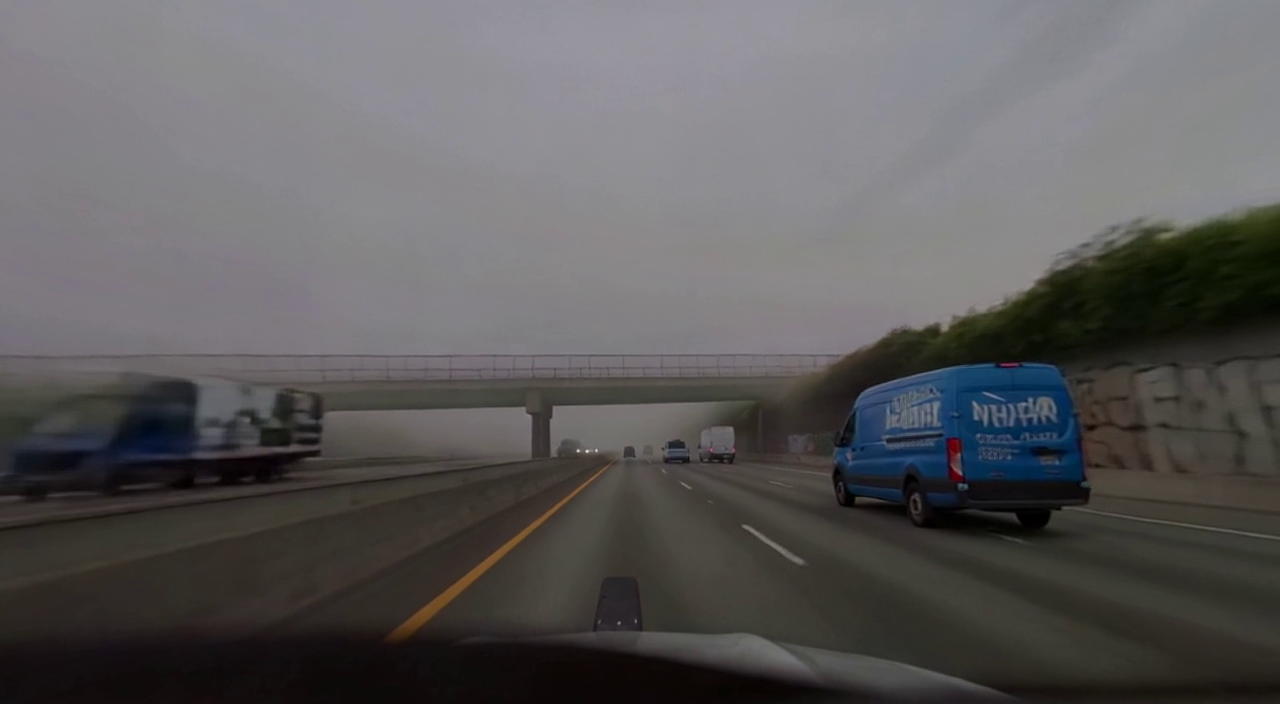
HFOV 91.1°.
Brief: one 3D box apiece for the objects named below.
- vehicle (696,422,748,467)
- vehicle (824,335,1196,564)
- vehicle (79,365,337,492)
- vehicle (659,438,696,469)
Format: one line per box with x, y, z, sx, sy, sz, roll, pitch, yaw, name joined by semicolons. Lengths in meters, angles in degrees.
6.356;7.376;49.958;2.761;3.225;7.624;0;-9;-2;vehicle
5.118;1.531;10.194;2.283;2.631;5.719;0;-9;-2;vehicle
-16.377;3.235;25.493;2.954;4.027;10.716;0;-9;-1;vehicle
2.516;6.941;43.224;2.007;1.943;5.010;0;-9;-3;vehicle
